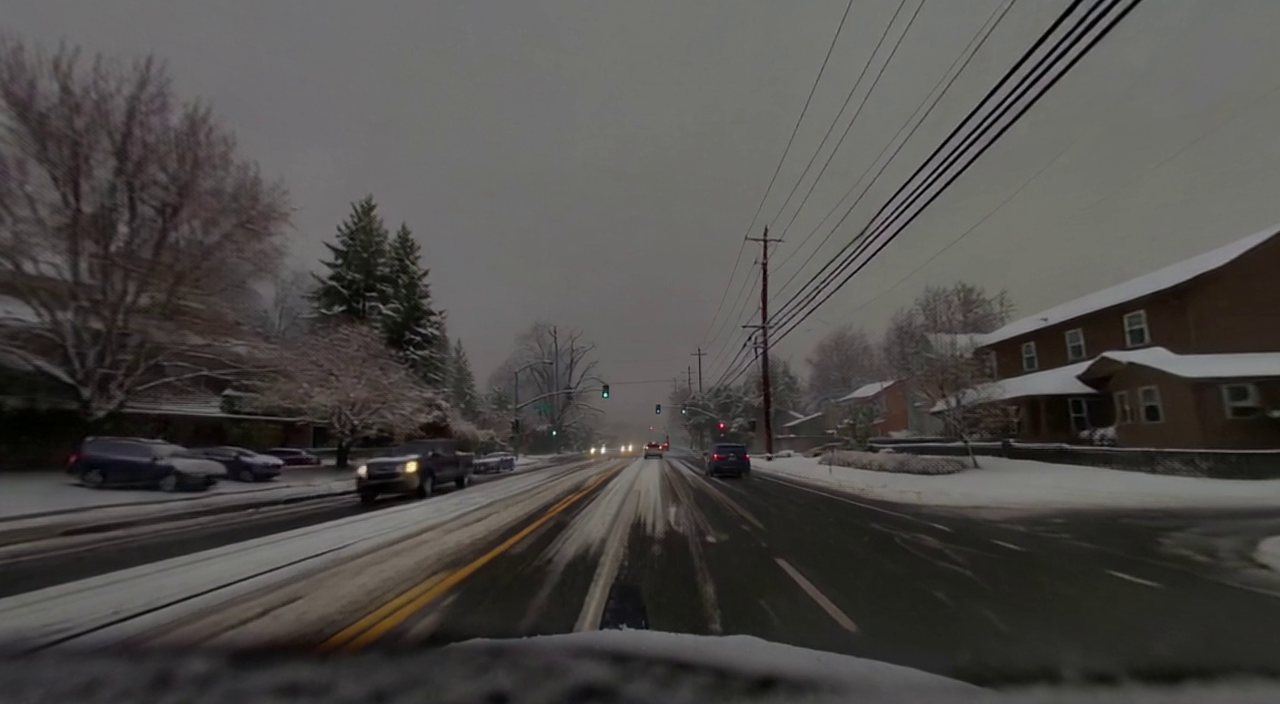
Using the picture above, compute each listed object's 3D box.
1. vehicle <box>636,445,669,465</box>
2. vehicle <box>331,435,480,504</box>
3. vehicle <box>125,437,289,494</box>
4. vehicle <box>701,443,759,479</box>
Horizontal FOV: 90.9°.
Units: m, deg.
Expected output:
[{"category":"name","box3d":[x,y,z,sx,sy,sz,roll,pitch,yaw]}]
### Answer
[{"category":"vehicle","box3d":[0.897,7.606,46.820,2.298,1.359,4.081,0,-8,1]},{"category":"vehicle","box3d":[-6.872,3.500,19.346,2.303,1.789,5.423,0,-8,2]},{"category":"vehicle","box3d":[-16.451,4.276,24.479,2.244,1.851,5.751,-2,-8,1]},{"category":"vehicle","box3d":[3.973,4.863,28.485,1.951,1.479,4.487,0,-8,0]}]
